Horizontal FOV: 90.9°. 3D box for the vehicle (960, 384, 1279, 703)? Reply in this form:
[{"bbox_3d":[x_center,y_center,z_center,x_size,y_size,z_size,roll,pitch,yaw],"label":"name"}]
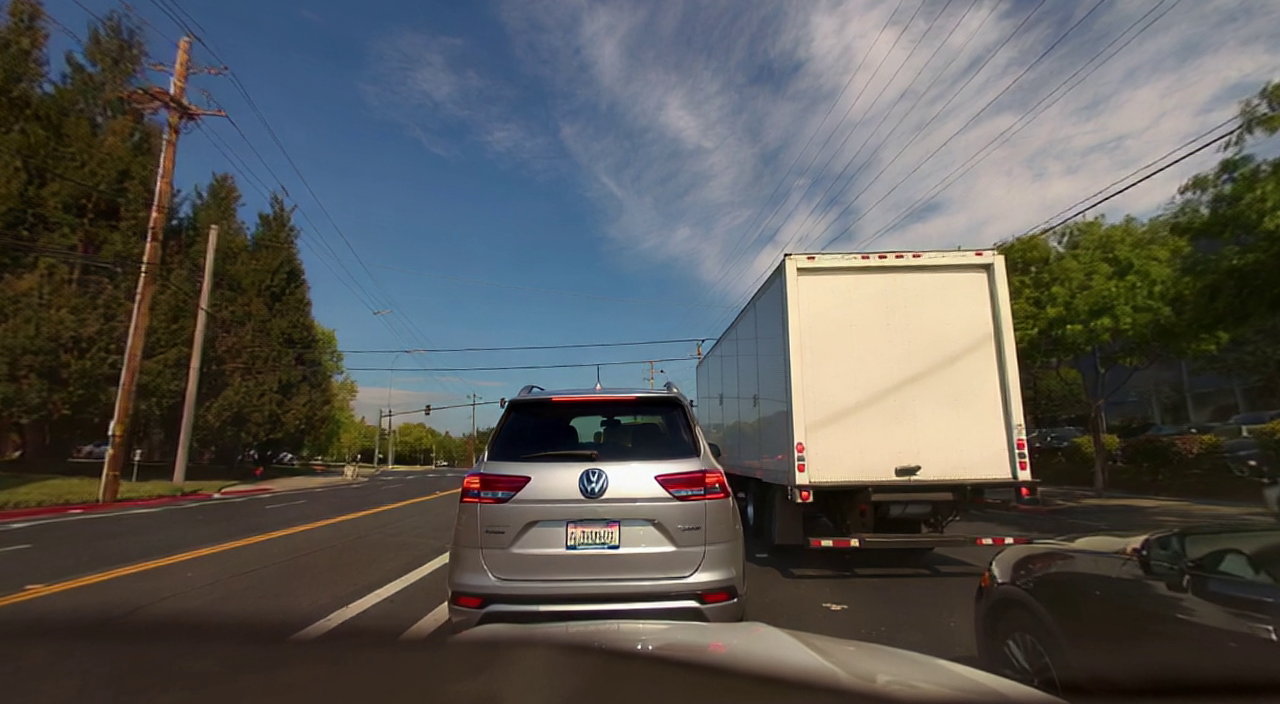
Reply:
[{"bbox_3d":[2.829,0.746,1.195,1.971,1.484,4.728,0,-8,0],"label":"vehicle"}]

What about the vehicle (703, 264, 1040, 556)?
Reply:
[{"bbox_3d":[3.219,1.292,12.095,2.915,3.559,8.848,0,-8,-1],"label":"vehicle"}]

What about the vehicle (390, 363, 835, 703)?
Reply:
[{"bbox_3d":[-0.126,1.229,5.199,2.114,1.732,4.230,0,-8,0],"label":"vehicle"}]
